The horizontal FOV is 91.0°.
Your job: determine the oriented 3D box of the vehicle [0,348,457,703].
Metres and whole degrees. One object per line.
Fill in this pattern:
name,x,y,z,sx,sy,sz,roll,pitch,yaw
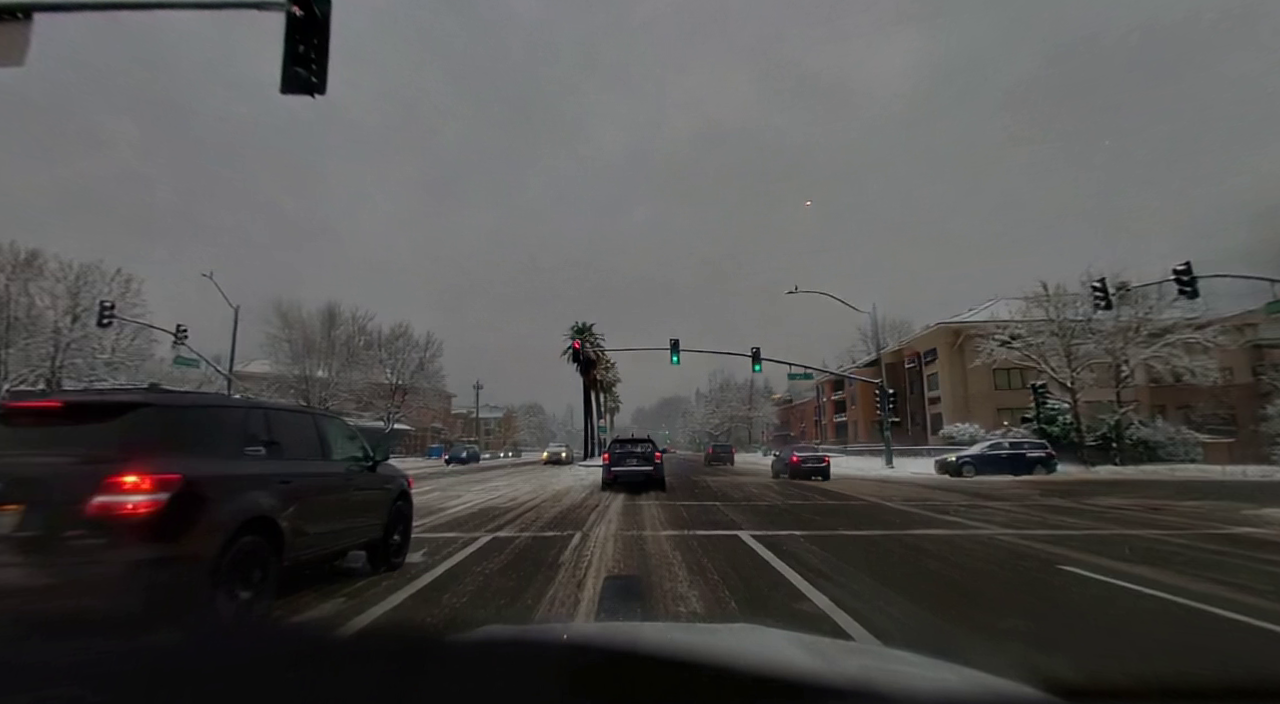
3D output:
vehicle,-3.425,1.242,5.440,2.144,1.796,5.103,0,-8,0

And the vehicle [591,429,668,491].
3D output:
vehicle,-0.319,3.535,20.944,2.277,1.816,4.192,0,-8,0

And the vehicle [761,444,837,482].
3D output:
vehicle,6.717,4.745,27.197,1.975,1.483,4.769,0,-8,-1

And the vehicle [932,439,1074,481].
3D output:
vehicle,15.373,4.580,26.972,4.722,1.695,2.121,-2,-9,11

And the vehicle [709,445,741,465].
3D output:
vehicle,6.429,7.861,48.108,1.777,1.443,3.942,0,-8,-2

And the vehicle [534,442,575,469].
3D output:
vehicle,-5.342,6.518,39.790,2.028,1.489,4.386,-3,-8,-1
